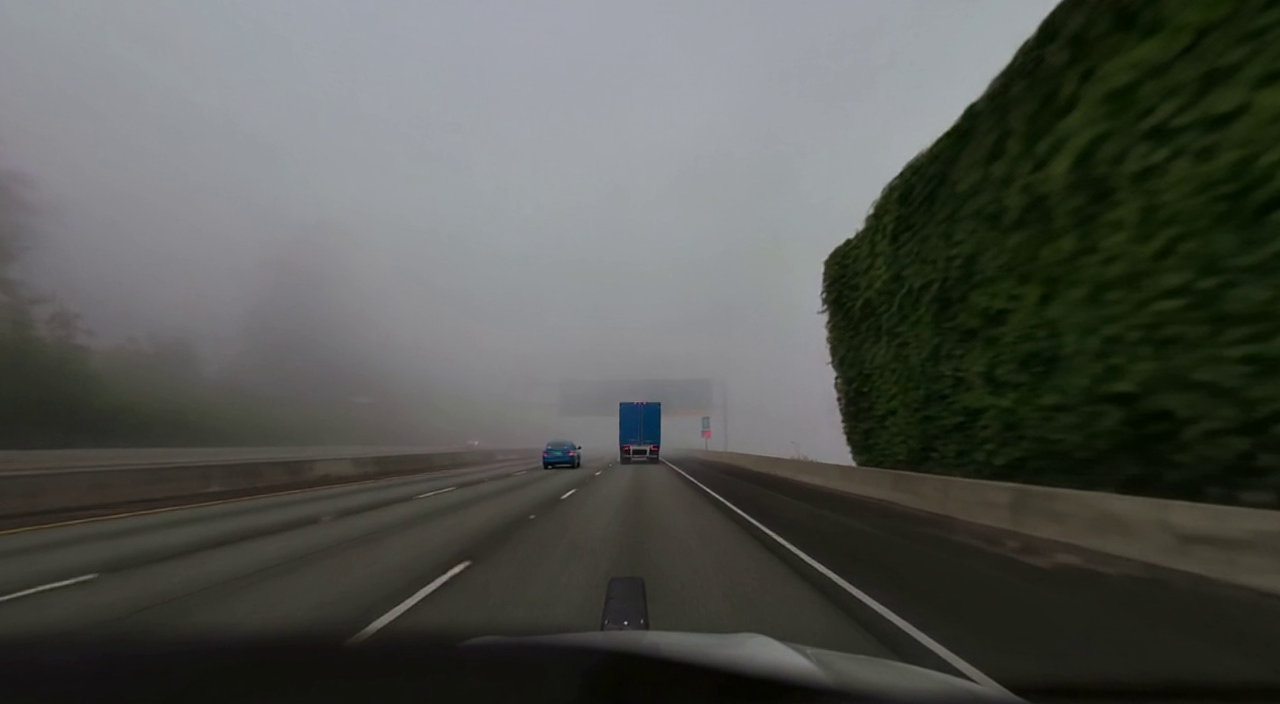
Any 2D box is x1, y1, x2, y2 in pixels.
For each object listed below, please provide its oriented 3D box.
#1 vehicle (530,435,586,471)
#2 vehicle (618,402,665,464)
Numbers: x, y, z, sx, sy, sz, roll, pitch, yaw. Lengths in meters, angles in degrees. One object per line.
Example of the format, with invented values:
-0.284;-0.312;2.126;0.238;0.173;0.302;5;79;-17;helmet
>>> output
-4.049;5.099;32.021;2.186;1.716;4.672;0;-8;1;vehicle
0.023;6.421;49.059;3.078;4.031;16.069;0;-8;0;vehicle
